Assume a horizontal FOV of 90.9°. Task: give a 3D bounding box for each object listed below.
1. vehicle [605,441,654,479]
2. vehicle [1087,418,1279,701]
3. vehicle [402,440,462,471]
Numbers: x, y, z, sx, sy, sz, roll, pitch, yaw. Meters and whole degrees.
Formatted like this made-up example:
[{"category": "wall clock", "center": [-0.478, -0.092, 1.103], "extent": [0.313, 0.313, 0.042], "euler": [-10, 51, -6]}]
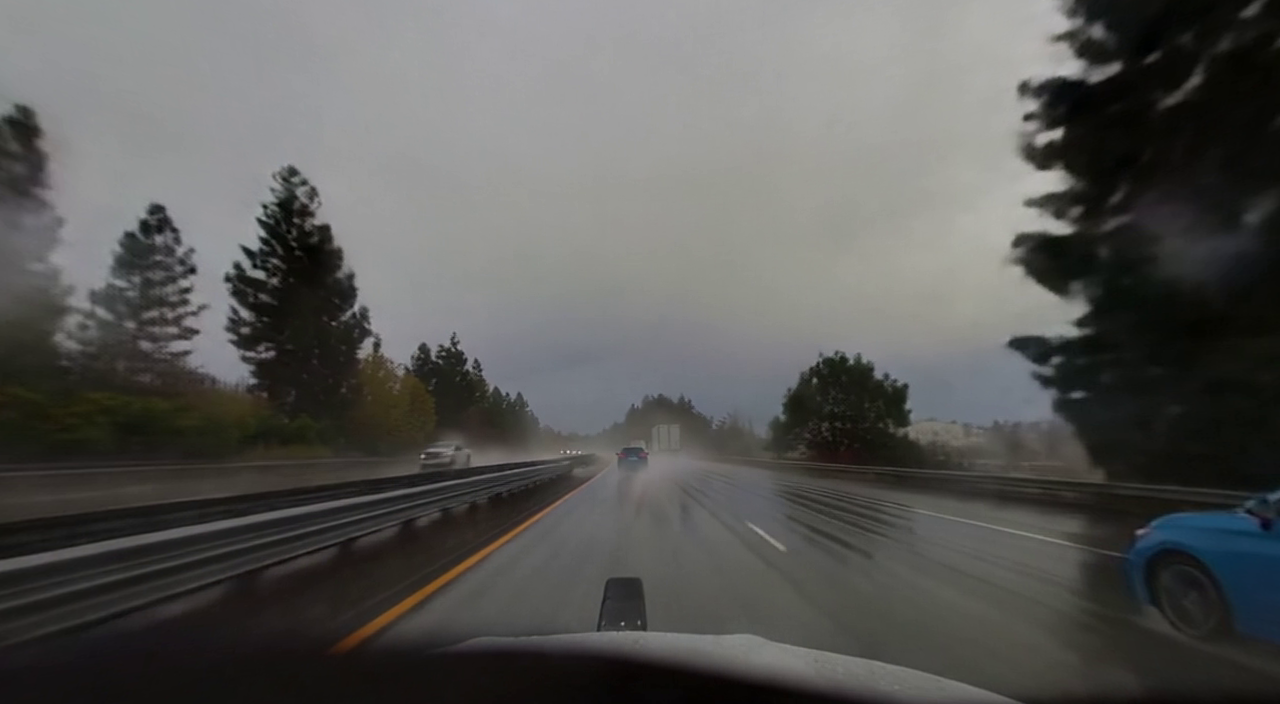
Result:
[{"category": "vehicle", "center": [-0.489, 5.205, 30.501], "extent": [2.190, 1.706, 4.062], "euler": [0, -9, -1]}, {"category": "vehicle", "center": [4.210, 0.956, 2.610], "extent": [1.917, 1.421, 3.759], "euler": [0, -9, 0]}, {"category": "vehicle", "center": [-12.365, 6.178, 37.735], "extent": [1.994, 1.729, 4.652], "euler": [0, -9, 0]}]
